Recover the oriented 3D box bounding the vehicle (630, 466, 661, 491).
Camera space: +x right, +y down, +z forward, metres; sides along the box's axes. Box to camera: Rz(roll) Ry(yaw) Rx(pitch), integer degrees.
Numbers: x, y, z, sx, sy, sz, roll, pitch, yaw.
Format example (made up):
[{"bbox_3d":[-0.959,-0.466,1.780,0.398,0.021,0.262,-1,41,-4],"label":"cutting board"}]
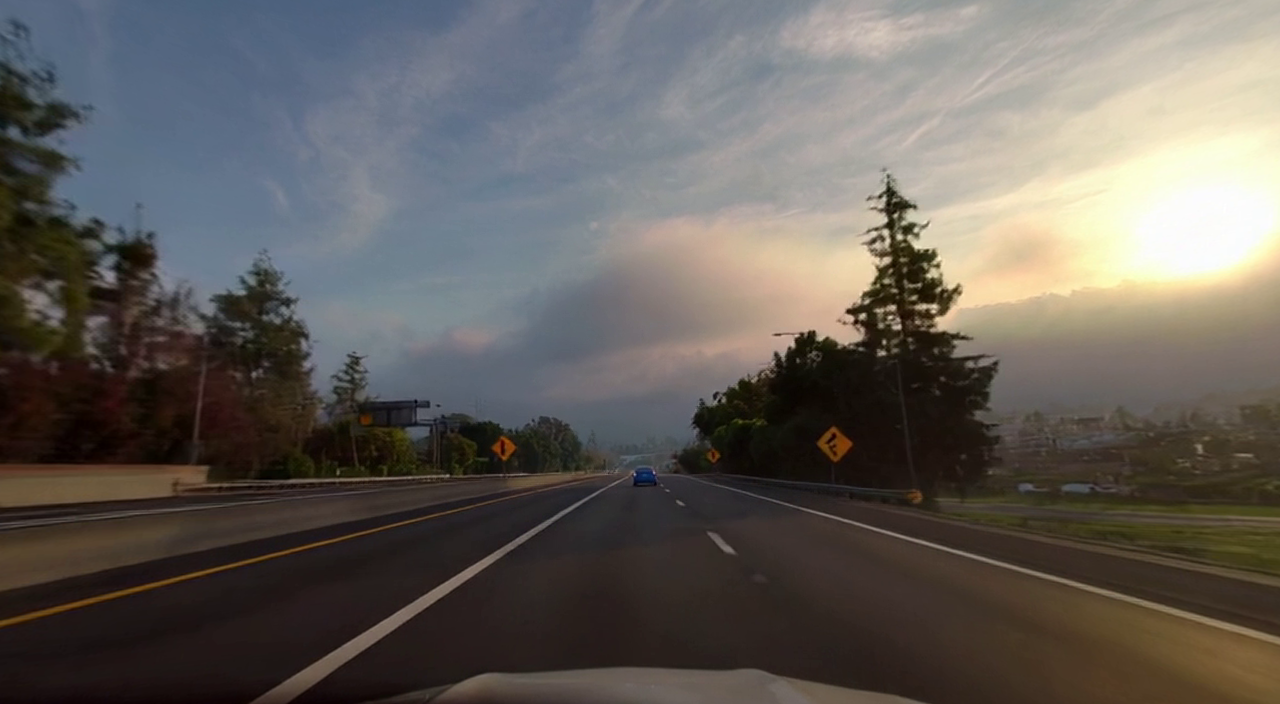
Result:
[{"bbox_3d":[0.344,8.462,42.394,2.016,1.530,4.009,1,-10,0],"label":"vehicle"}]
